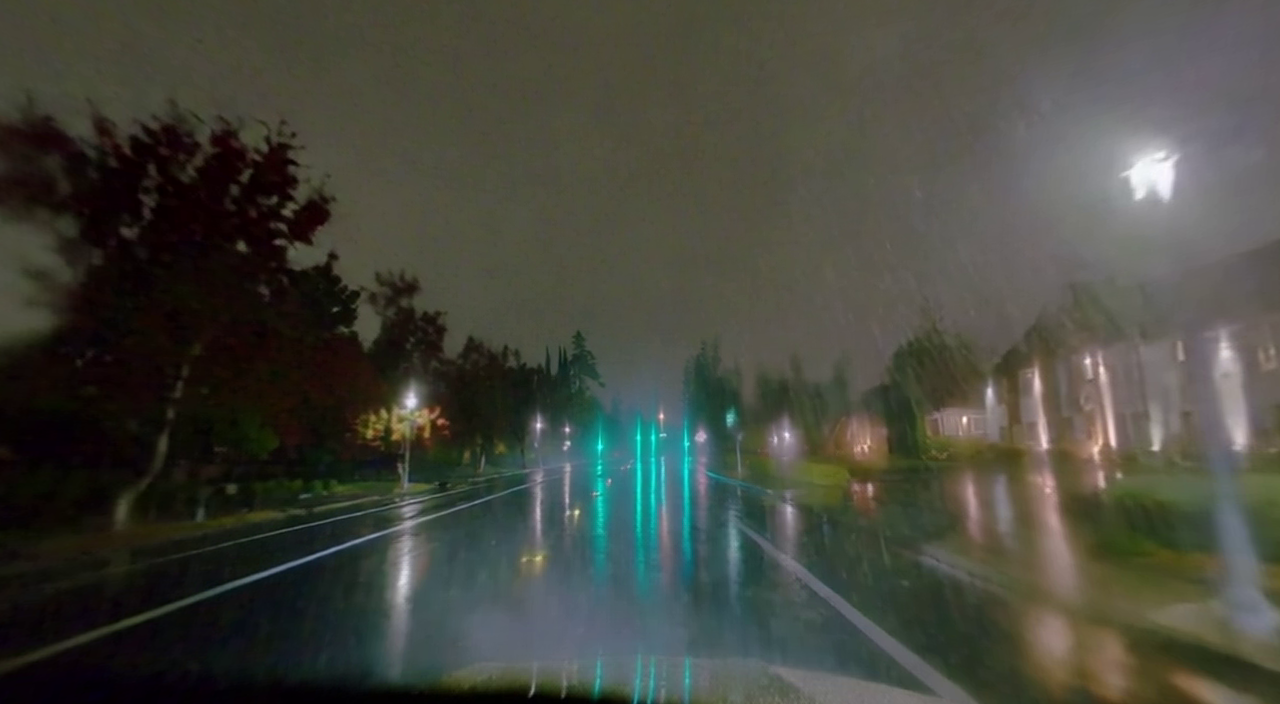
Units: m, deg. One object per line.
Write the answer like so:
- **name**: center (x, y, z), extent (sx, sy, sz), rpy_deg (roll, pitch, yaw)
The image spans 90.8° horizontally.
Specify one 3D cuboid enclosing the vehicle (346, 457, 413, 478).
- **vehicle**: center (-19.039, 8.447, 46.228), extent (4.173, 1.423, 1.657), rpy_deg (0, -8, 3)
